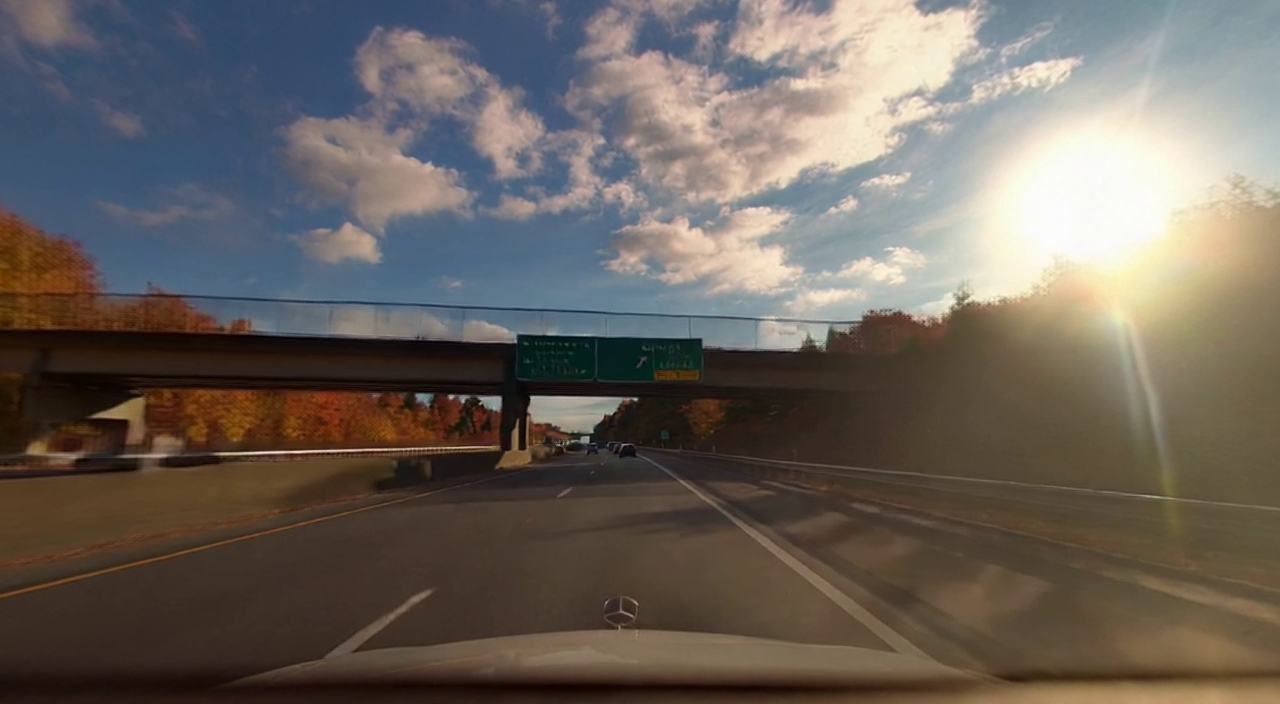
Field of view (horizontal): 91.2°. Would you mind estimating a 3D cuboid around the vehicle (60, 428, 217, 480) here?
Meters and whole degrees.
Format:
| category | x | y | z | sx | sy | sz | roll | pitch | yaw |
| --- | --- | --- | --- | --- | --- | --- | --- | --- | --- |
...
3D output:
| category | x | y | z | sx | sy | sz | roll | pitch | yaw |
| --- | --- | --- | --- | --- | --- | --- | --- | --- | --- |
| vehicle | -17.348 | 3.563 | 22.038 | 1.907 | 1.624 | 4.350 | 0 | -9 | 0 |
